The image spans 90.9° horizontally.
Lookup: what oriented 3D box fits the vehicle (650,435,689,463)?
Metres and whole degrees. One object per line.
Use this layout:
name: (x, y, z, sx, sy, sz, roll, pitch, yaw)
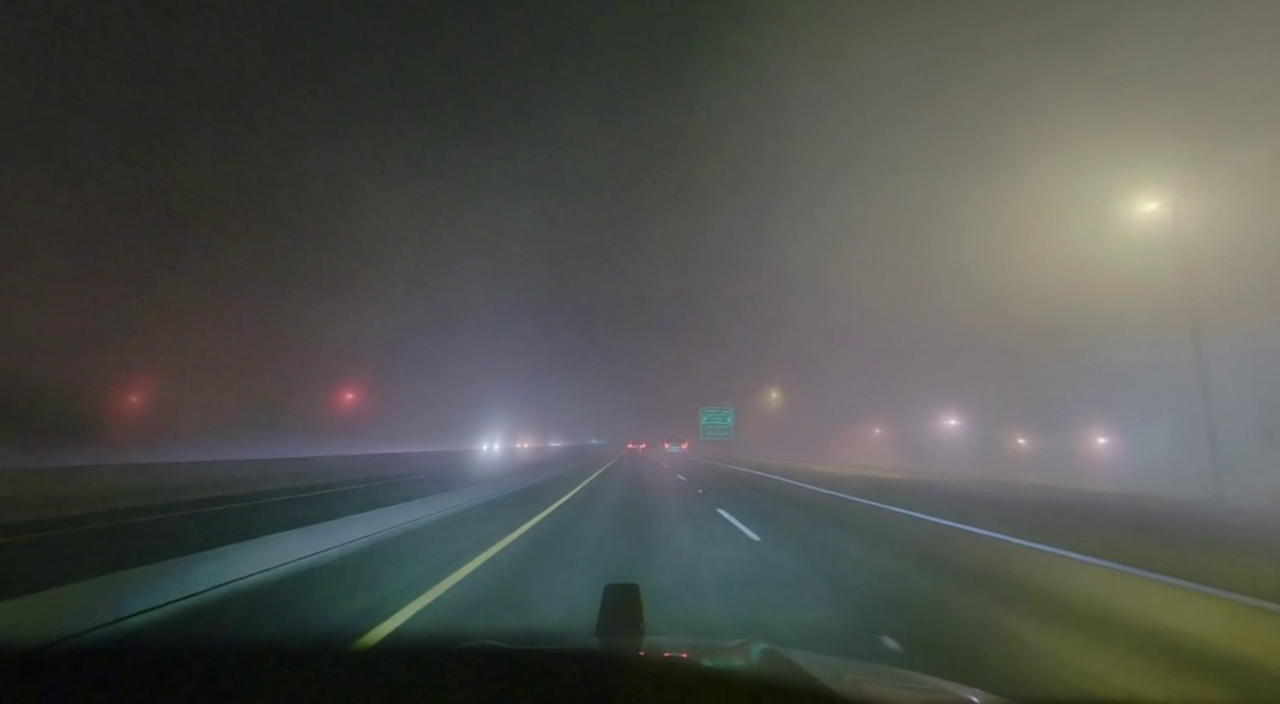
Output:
vehicle: (2.147, 7.313, 47.657, 2.431, 1.916, 4.808, 0, -8, -3)
